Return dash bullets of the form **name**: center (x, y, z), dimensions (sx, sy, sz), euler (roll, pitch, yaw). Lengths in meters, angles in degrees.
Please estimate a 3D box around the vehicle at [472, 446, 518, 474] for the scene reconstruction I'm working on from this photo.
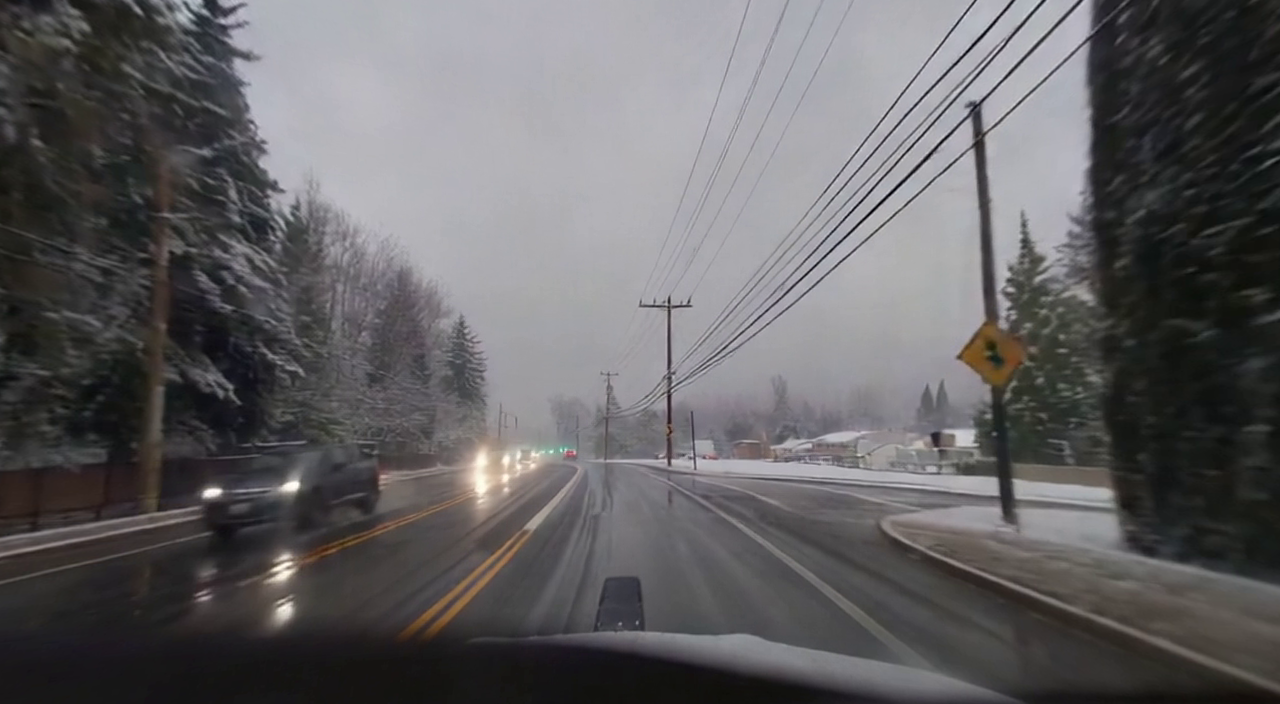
- **vehicle**: center (-8.164, 6.095, 36.000), dimensions (1.883, 1.474, 4.450), euler (0, -8, -4)

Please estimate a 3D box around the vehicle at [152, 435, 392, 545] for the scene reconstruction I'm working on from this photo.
- **vehicle**: center (-6.519, 2.433, 11.971), dimensions (2.001, 1.647, 4.514), euler (0, -8, -3)
